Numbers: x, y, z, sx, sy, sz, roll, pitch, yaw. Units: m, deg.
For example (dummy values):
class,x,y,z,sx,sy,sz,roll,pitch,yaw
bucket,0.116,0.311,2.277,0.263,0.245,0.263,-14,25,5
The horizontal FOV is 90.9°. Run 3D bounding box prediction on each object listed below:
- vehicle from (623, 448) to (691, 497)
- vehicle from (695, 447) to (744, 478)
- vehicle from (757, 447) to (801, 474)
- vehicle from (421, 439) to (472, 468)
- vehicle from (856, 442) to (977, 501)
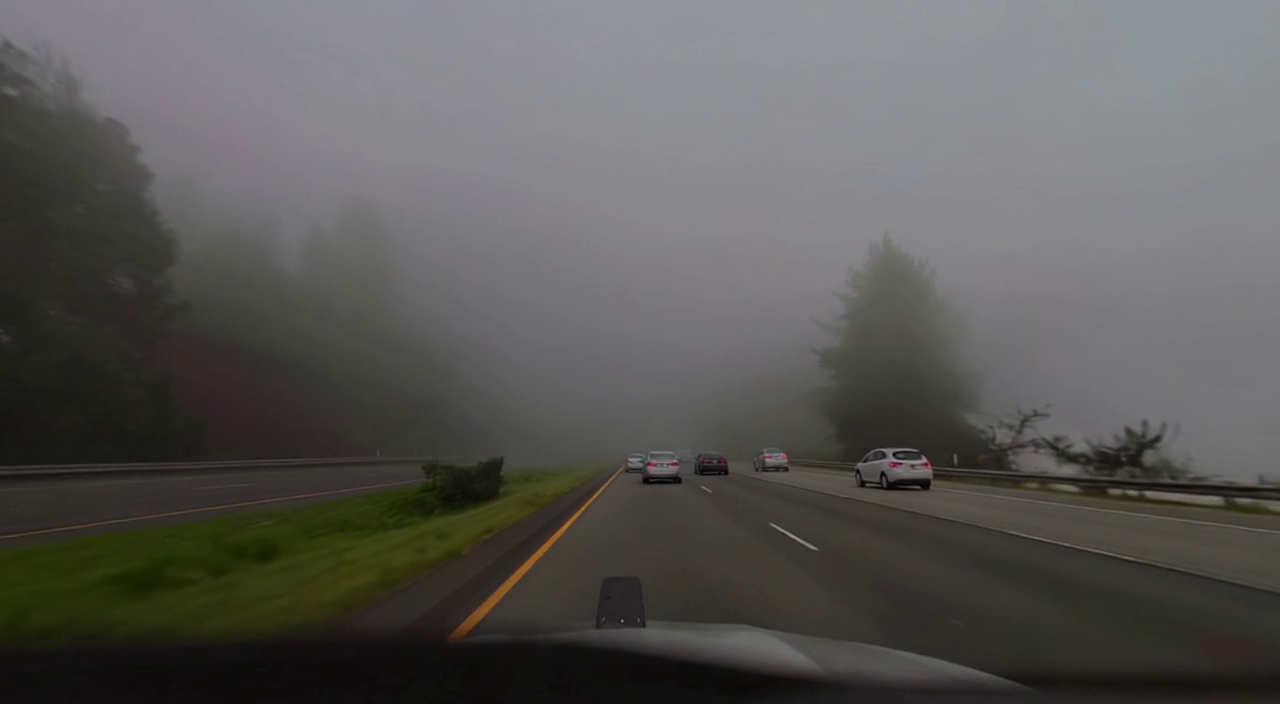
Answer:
class,x,y,z,sx,sy,sz,roll,pitch,yaw
vehicle,0.487,3.894,20.757,2.020,1.426,3.702,0,-9,-1
vehicle,4.191,5.902,33.848,1.981,1.518,4.029,0,-9,-1
vehicle,8.860,6.939,40.422,1.957,1.594,3.632,0,-9,-1
vehicle,-13.184,6.943,43.254,2.052,1.824,4.667,0,-9,0
vehicle,8.131,3.529,18.948,1.847,1.554,3.752,0,-9,-1
